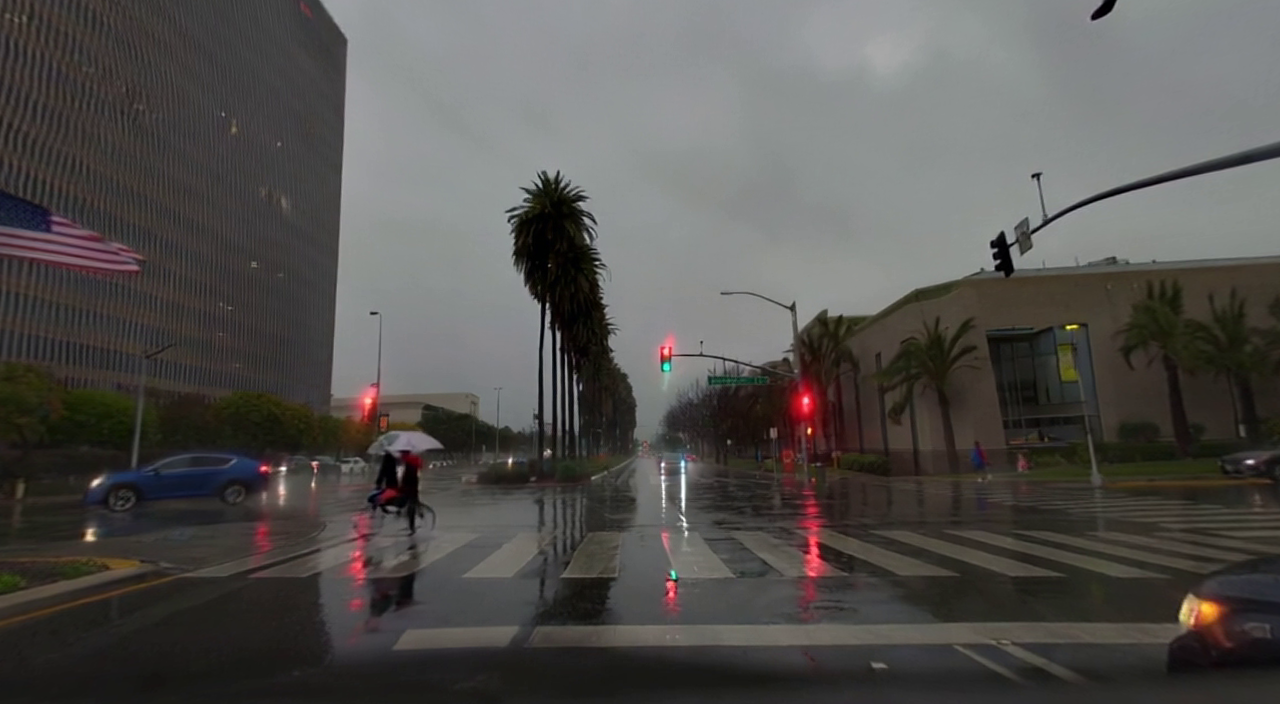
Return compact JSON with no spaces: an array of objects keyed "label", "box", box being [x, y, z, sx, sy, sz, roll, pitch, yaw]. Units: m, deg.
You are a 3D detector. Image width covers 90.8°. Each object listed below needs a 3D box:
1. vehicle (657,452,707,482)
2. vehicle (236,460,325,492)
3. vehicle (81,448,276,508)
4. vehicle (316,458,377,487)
[{"label":"vehicle","box":[2.341,6.603,36.482,2.000,1.525,4.273,1,-9,-9]},{"label":"vehicle","box":[-19.969,6.901,35.383,2.069,1.540,4.774,0,-8,1]},{"label":"vehicle","box":[-13.890,3.782,19.424,4.499,1.594,1.898,4,-10,-27]},{"label":"vehicle","box":[-20.115,8.261,43.530,2.043,1.745,4.420,0,-8,1]}]
